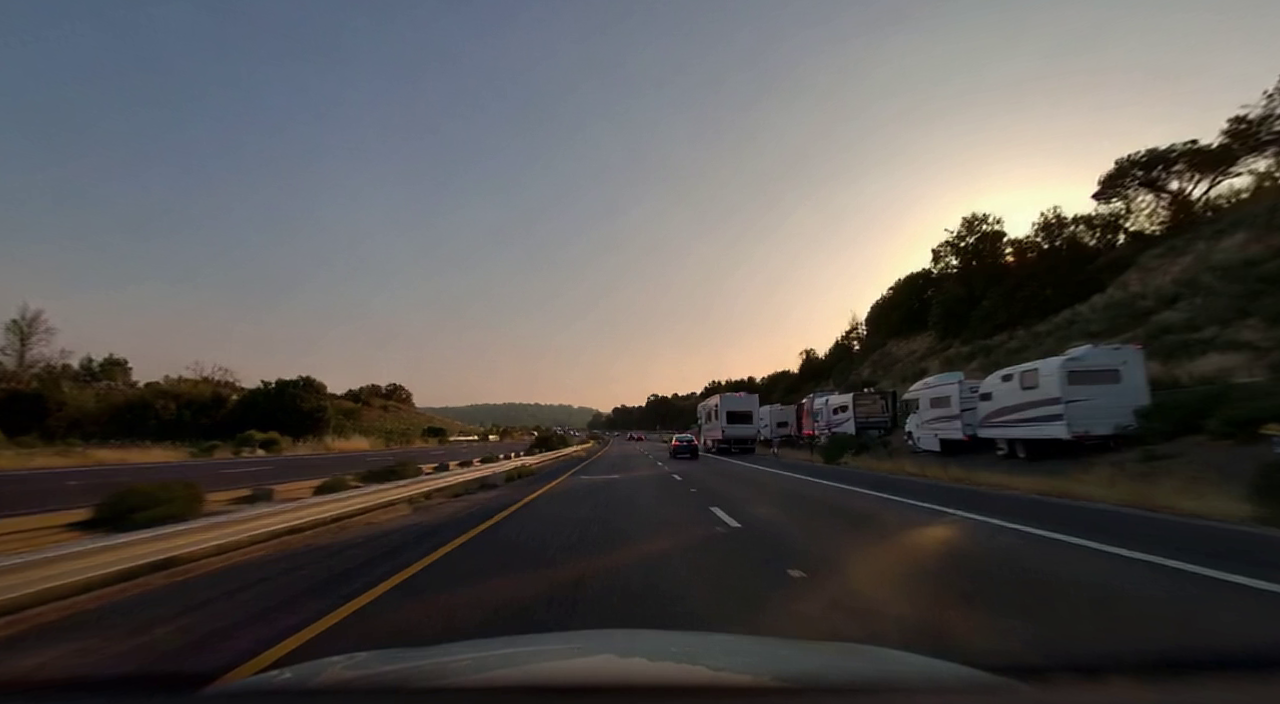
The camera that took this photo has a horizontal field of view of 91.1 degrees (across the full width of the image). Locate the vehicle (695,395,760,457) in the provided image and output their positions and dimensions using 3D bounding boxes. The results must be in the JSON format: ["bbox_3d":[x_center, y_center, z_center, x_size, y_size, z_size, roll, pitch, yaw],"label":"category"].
[{"bbox_3d":[6.450,5.840,48.833,2.937,4.119,14.096,0,-8,0],"label":"vehicle"}]

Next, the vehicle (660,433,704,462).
[{"bbox_3d":[2.243,5.270,34.904,2.037,1.504,4.248,0,-8,-2],"label":"vehicle"}]
